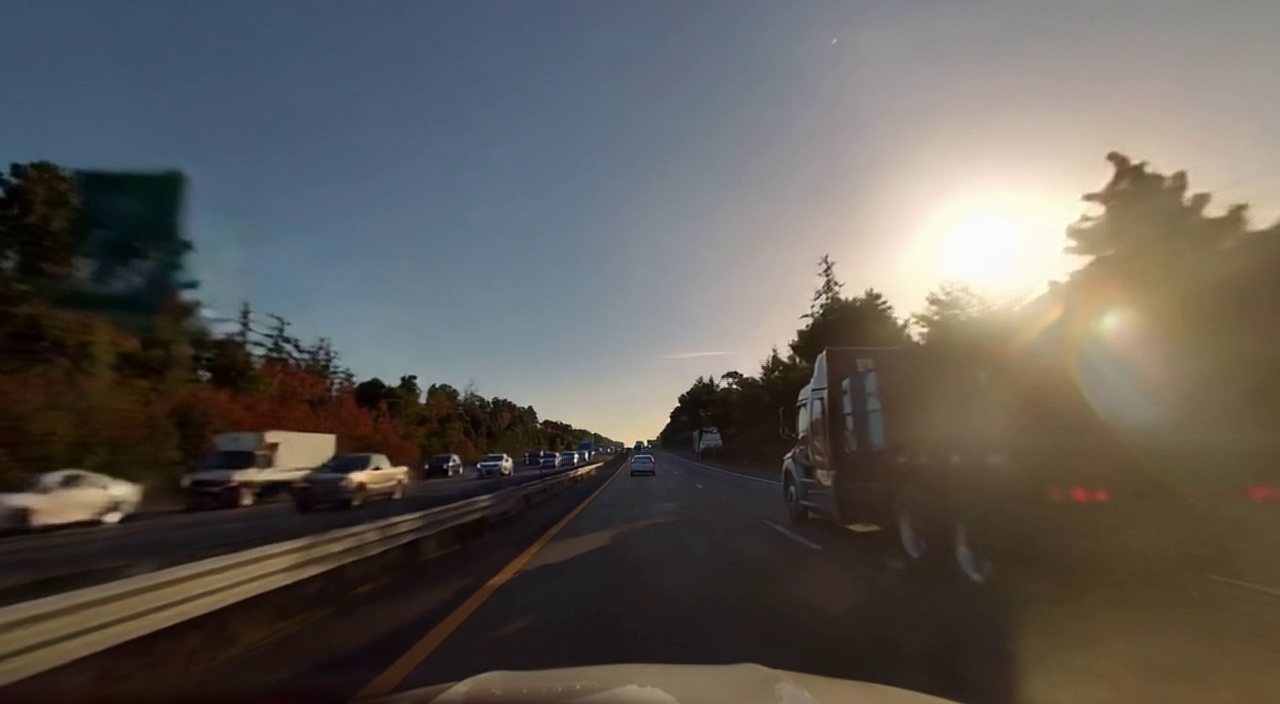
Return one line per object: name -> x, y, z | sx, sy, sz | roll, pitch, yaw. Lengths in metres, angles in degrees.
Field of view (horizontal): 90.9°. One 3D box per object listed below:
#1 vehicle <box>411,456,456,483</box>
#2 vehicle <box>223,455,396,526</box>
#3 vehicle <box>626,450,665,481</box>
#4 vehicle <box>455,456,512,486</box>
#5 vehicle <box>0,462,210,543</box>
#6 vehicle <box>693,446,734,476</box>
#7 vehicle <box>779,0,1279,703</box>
vehicle -> -13.305, 7.534, 40.700 | 1.715, 1.590, 3.514 | 0, -9, 0
vehicle -> -7.891, 3.314, 15.632 | 1.965, 1.453, 4.364 | 0, -9, -1
vehicle -> 0.262, 5.991, 33.447 | 1.939, 1.495, 3.612 | 0, -9, 0
vehicle -> -8.304, 6.349, 33.903 | 1.935, 1.477, 4.537 | 0, -9, 0
vehicle -> -12.727, 3.367, 14.768 | 2.004, 1.484, 4.667 | 0, -9, -1
vehicle -> 4.669, 7.007, 40.693 | 2.020, 1.849, 4.051 | 0, -9, -2
vehicle -> 4.455, 0.738, 7.458 | 2.885, 3.679, 12.102 | 0, -9, 0
